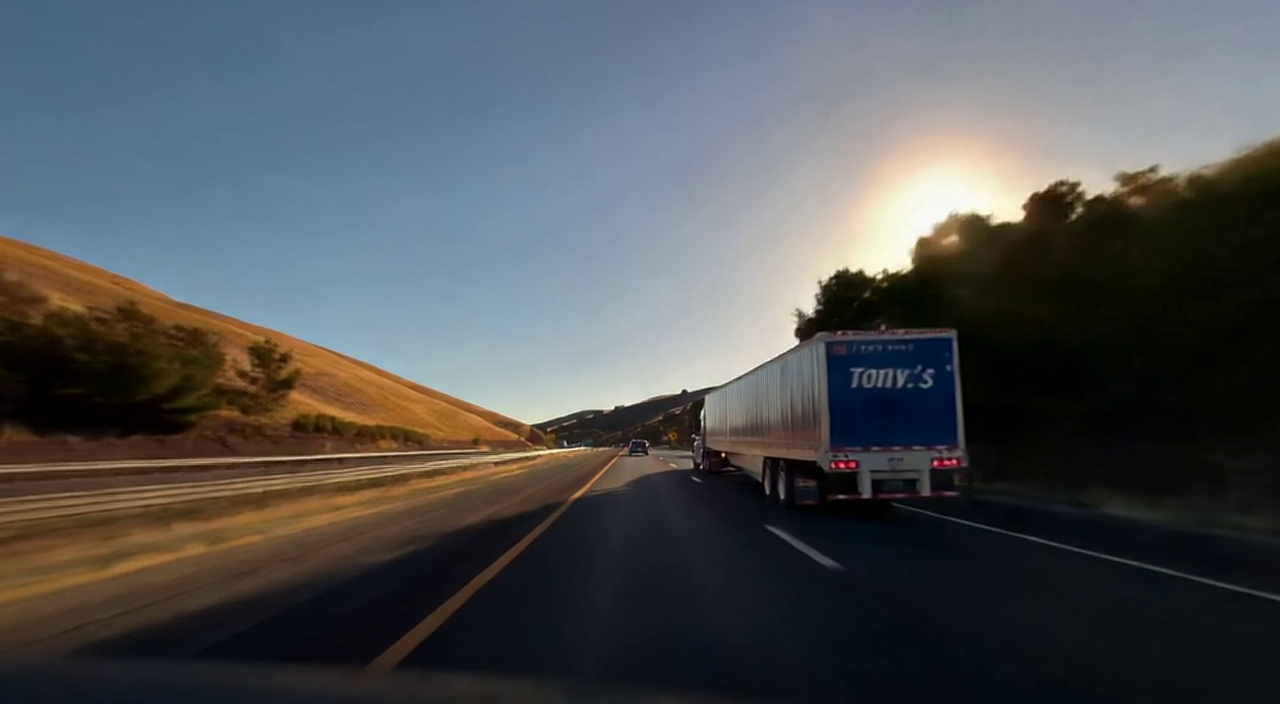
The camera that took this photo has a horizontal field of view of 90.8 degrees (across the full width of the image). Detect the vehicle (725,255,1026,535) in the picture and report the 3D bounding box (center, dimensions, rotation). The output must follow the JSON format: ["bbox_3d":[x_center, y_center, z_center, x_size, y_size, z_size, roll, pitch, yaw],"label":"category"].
[{"bbox_3d":[4.221,1.295,14.536,3.039,4.342,9.556,0,-8,-1],"label":"vehicle"}]
